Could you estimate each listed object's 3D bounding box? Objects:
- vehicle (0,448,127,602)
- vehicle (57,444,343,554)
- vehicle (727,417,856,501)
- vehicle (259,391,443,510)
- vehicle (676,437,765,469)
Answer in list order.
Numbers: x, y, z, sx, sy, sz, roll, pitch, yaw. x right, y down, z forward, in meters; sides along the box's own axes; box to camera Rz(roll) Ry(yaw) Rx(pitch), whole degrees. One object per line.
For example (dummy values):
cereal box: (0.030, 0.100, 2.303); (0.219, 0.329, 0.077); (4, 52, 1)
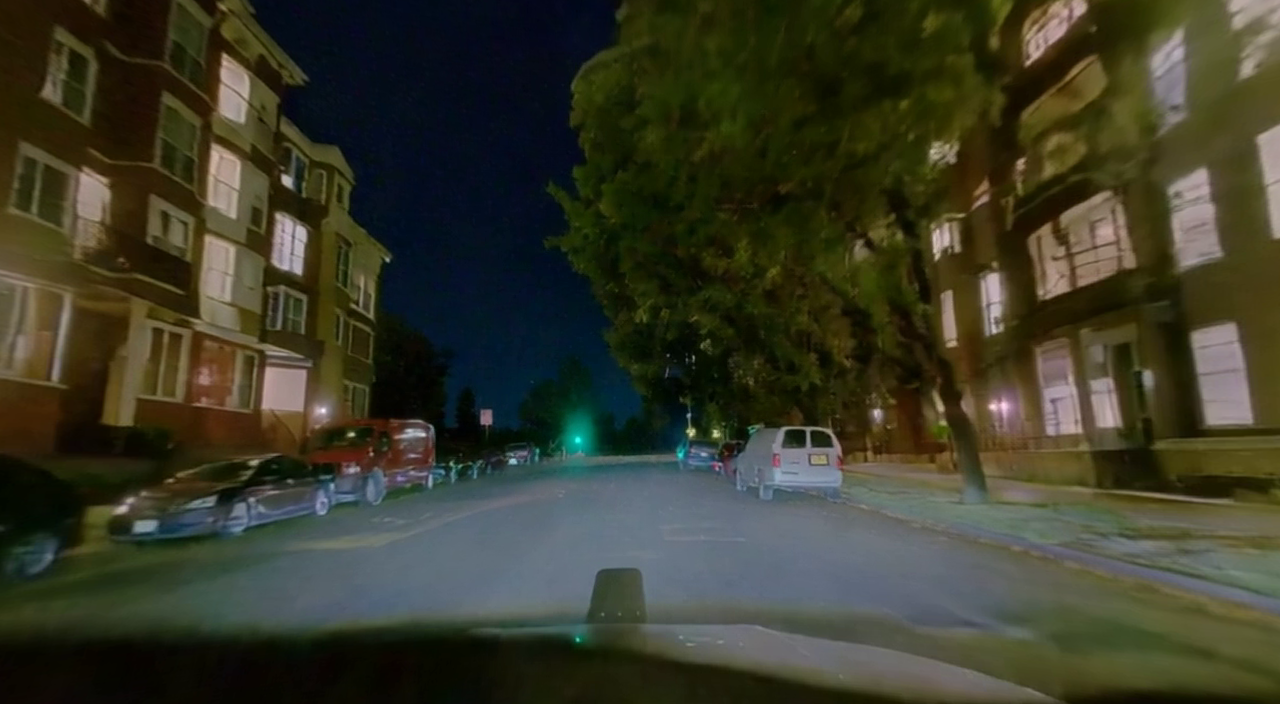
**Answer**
vehicle: (-7.183, 1.613, 5.537); (1.832, 1.483, 4.140); (-1, -9, 0)
vehicle: (-7.181, 2.385, 10.969); (1.953, 1.501, 4.125); (-1, -9, 1)
vehicle: (3.934, 2.907, 17.441); (2.216, 1.955, 4.970); (0, -8, -2)
vehicle: (-7.503, 2.732, 17.307); (2.341, 2.674, 5.753); (-1, -10, -1)
vehicle: (4.668, 5.838, 36.687); (4.726, 1.731, 2.075); (-4, -10, 28)
